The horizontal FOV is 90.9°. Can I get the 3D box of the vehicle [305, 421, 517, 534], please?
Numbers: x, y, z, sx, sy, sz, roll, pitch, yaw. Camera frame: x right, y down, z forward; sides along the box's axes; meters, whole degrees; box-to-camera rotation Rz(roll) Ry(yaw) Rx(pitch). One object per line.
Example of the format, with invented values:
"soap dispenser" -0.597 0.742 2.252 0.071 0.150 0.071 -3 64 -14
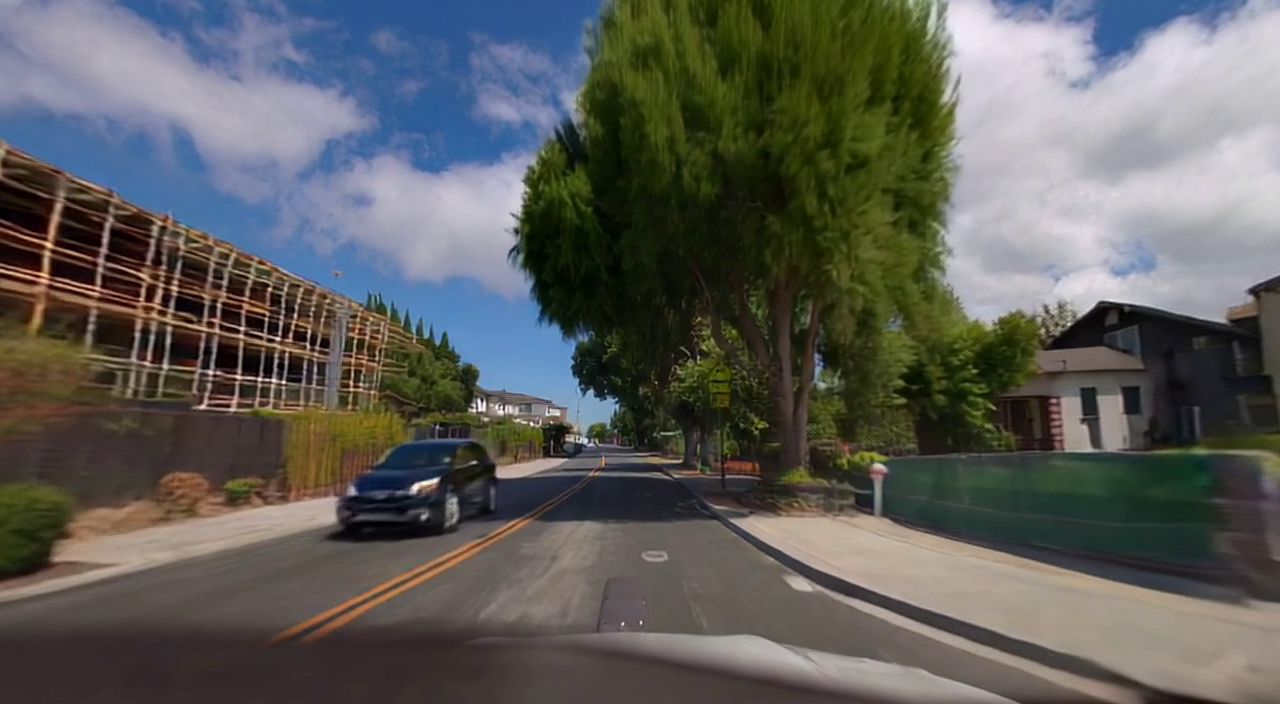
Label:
"vehicle" -3.831 2.203 11.566 2.036 1.657 4.391 -1 -9 3
